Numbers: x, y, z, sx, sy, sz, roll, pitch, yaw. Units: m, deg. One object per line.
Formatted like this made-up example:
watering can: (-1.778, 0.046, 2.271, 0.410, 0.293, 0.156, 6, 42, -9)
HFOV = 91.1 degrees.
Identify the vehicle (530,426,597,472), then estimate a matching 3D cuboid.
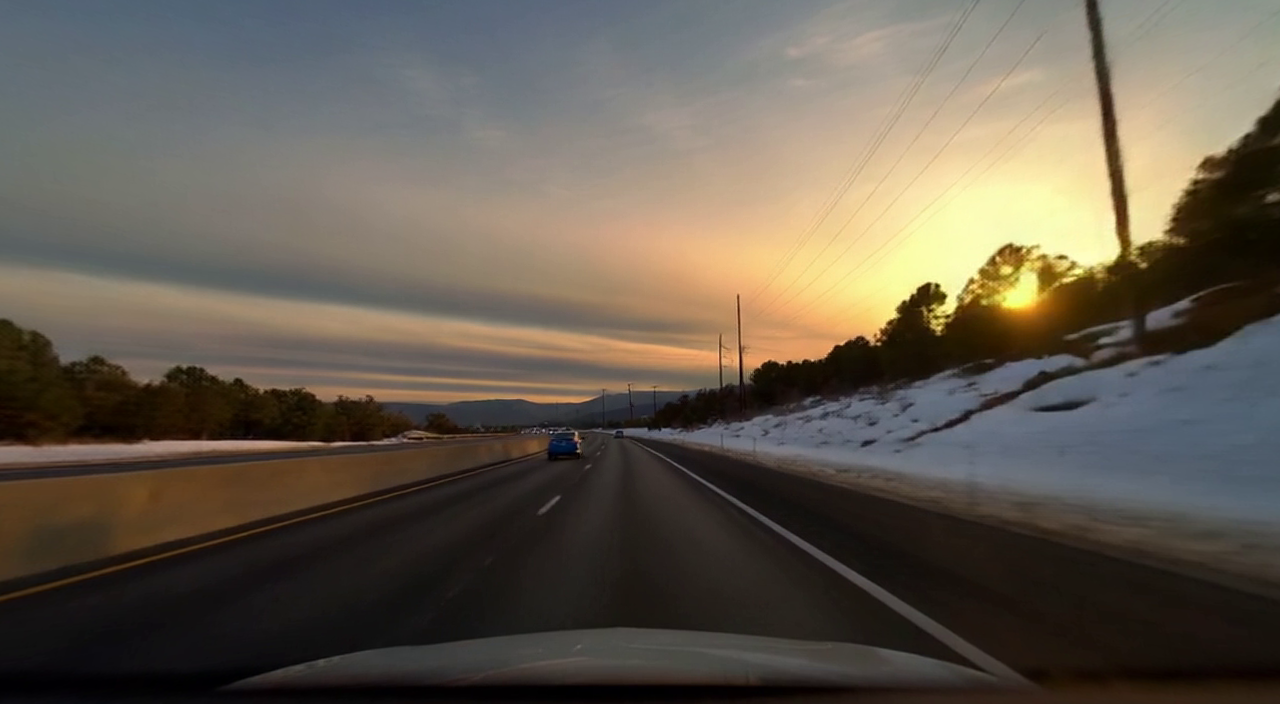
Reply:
vehicle: (-2.700, 3.530, 23.127, 1.999, 1.536, 3.969, 0, -8, 0)
